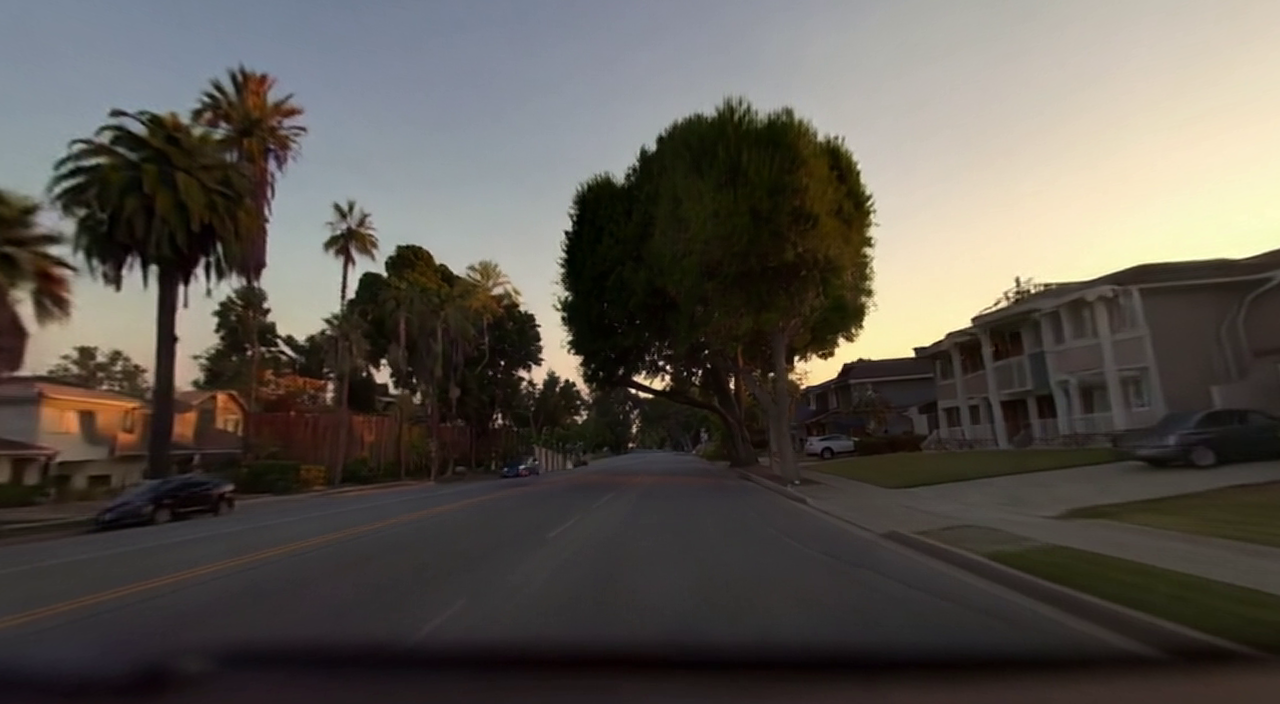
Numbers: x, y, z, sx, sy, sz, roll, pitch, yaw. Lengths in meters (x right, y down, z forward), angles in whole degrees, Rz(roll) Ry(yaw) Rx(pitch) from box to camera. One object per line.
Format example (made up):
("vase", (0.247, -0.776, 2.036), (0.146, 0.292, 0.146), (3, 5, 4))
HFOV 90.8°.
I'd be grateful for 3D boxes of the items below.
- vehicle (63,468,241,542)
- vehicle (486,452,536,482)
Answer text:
("vehicle", (-13.638, 4.256, 18.031), (1.804, 1.498, 4.136), (-5, -8, 1))
("vehicle", (-8.529, 7.623, 42.073), (2.001, 1.725, 4.504), (-3, -8, 6))
